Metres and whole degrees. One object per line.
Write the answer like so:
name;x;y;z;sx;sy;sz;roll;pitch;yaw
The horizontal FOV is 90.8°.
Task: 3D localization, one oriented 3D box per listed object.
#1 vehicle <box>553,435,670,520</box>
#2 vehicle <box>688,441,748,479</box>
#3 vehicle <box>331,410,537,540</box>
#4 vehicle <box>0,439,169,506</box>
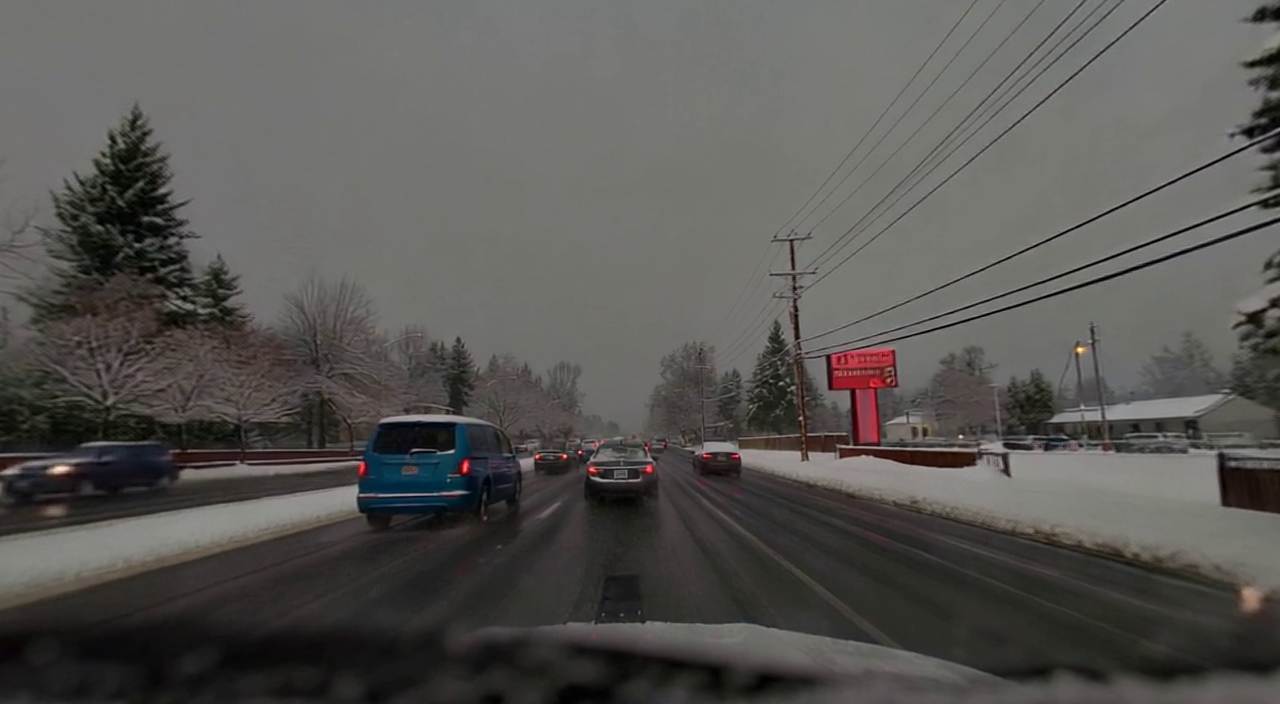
vehicle;-0.517;2.547;13.328;2.097;1.511;3.809;0;-9;0
vehicle;3.231;4.559;26.956;1.878;1.479;4.461;0;-9;-1
vehicle;-3.332;2.116;11.453;2.092;1.839;4.736;0;-9;0
vehicle;-17.192;3.582;19.262;2.029;1.790;4.668;0;-9;0
